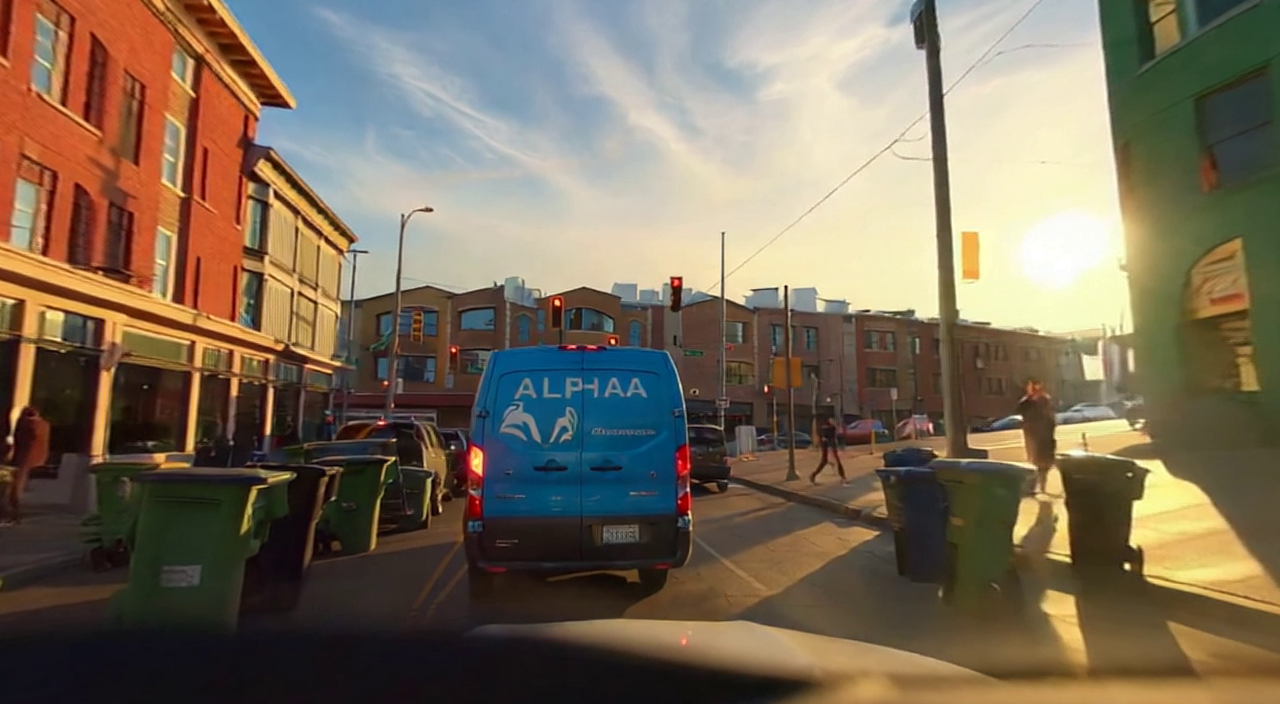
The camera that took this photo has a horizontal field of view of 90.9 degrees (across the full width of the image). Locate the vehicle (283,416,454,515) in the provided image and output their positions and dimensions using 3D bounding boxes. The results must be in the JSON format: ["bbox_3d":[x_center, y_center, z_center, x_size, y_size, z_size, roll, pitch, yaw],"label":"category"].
[{"bbox_3d":[-4.569,1.927,11.193,1.841,1.461,3.426,1,-8,-7],"label":"vehicle"}]

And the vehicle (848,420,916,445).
[{"bbox_3d":[14.183,4.708,36.952,3.381,1.391,1.529,1,-8,-10],"label":"vehicle"}]

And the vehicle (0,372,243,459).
[{"bbox_3d":[-21.017,2.573,25.098,8.088,3.213,2.801,1,-8,-10],"label":"vehicle"}]

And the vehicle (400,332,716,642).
[{"bbox_3d":[-0.718,1.114,6.147,1.951,1.907,4.266,1,-8,-6],"label":"vehicle"}]
